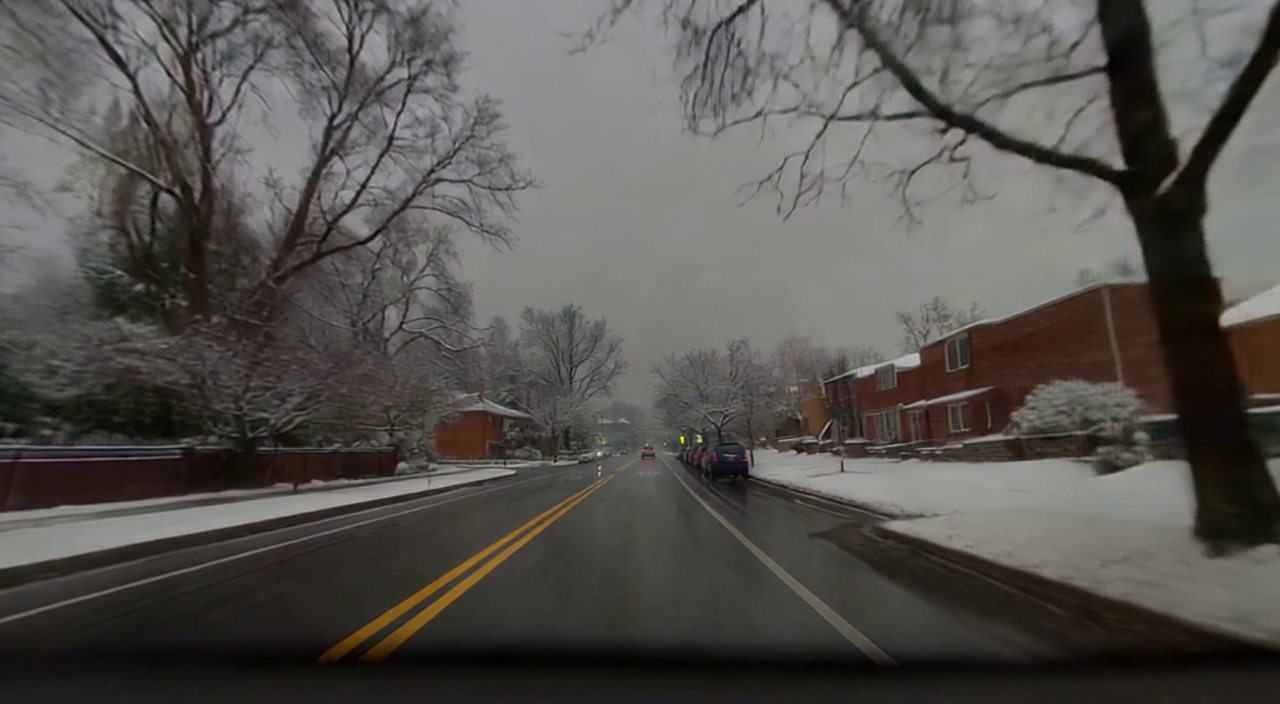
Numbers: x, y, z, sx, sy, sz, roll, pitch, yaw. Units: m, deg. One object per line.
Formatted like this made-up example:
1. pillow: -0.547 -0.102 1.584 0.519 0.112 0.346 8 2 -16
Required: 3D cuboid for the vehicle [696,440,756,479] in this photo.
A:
1. vehicle: 4.126 5.273 31.116 1.937 1.752 4.574 1 -9 -5
